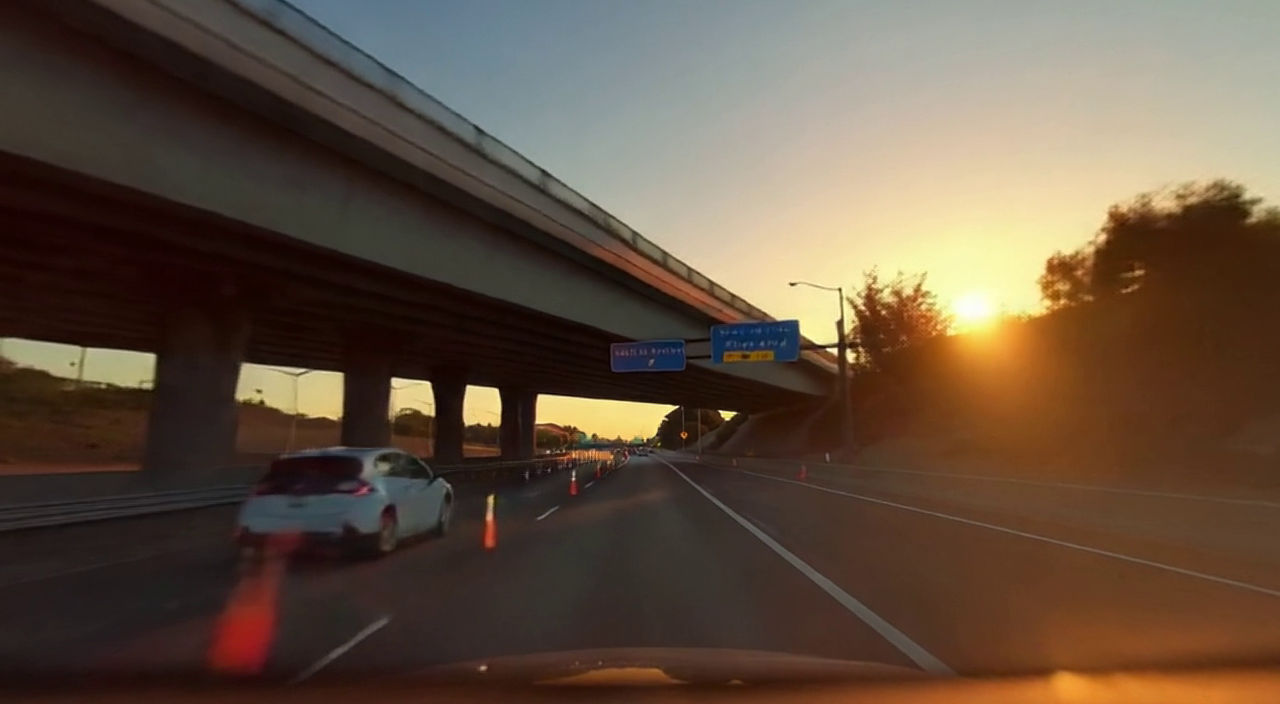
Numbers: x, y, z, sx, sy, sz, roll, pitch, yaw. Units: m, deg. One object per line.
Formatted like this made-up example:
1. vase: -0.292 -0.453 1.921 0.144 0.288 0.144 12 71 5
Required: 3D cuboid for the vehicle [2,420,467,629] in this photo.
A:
1. vehicle: -3.785 1.696 7.354 2.069 1.560 5.018 0 -9 0
